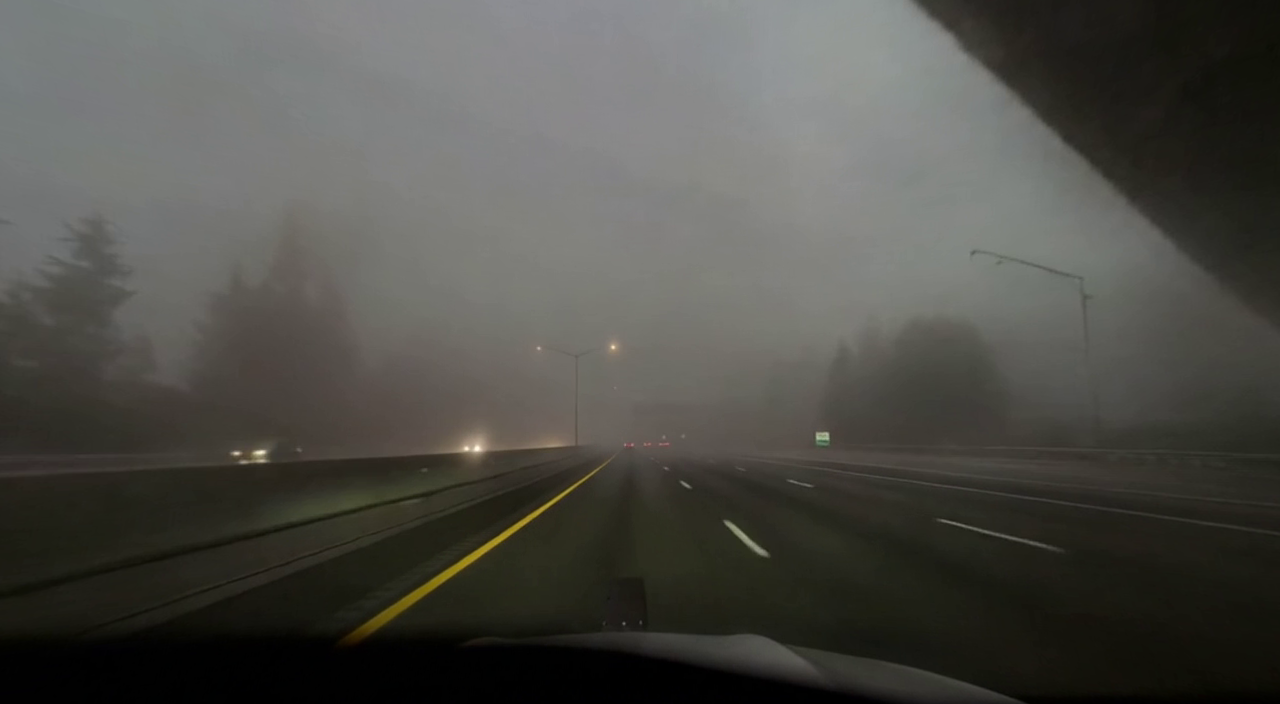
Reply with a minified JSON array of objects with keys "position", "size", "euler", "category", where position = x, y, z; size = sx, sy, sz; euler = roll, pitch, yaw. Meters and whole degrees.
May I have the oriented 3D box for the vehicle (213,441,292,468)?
[{"position":[-22.833,6.038,37.343],"size":[1.992,1.434,4.171],"euler":[0,-8,0],"category":"vehicle"}]
